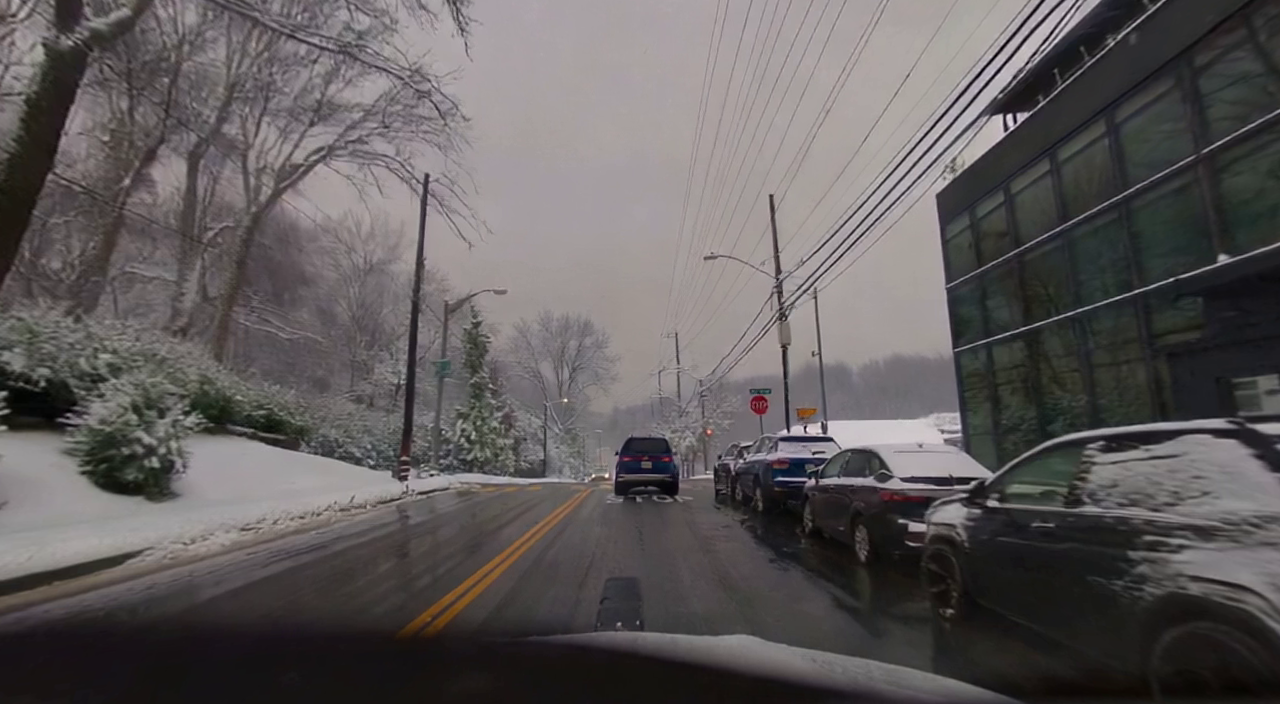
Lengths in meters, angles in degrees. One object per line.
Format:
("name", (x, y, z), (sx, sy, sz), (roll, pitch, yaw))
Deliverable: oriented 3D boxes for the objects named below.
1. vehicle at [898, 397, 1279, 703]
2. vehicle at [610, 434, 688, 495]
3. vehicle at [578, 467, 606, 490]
("vehicle", (3.358, 1.144, 3.531), (2.041, 1.581, 4.089), (0, -8, -1))
("vehicle", (0.438, 3.720, 21.315), (2.214, 1.789, 4.872), (-1, -8, 5))
("vehicle", (-3.684, 9.750, 48.997), (1.911, 1.563, 4.057), (0, -8, -1))
